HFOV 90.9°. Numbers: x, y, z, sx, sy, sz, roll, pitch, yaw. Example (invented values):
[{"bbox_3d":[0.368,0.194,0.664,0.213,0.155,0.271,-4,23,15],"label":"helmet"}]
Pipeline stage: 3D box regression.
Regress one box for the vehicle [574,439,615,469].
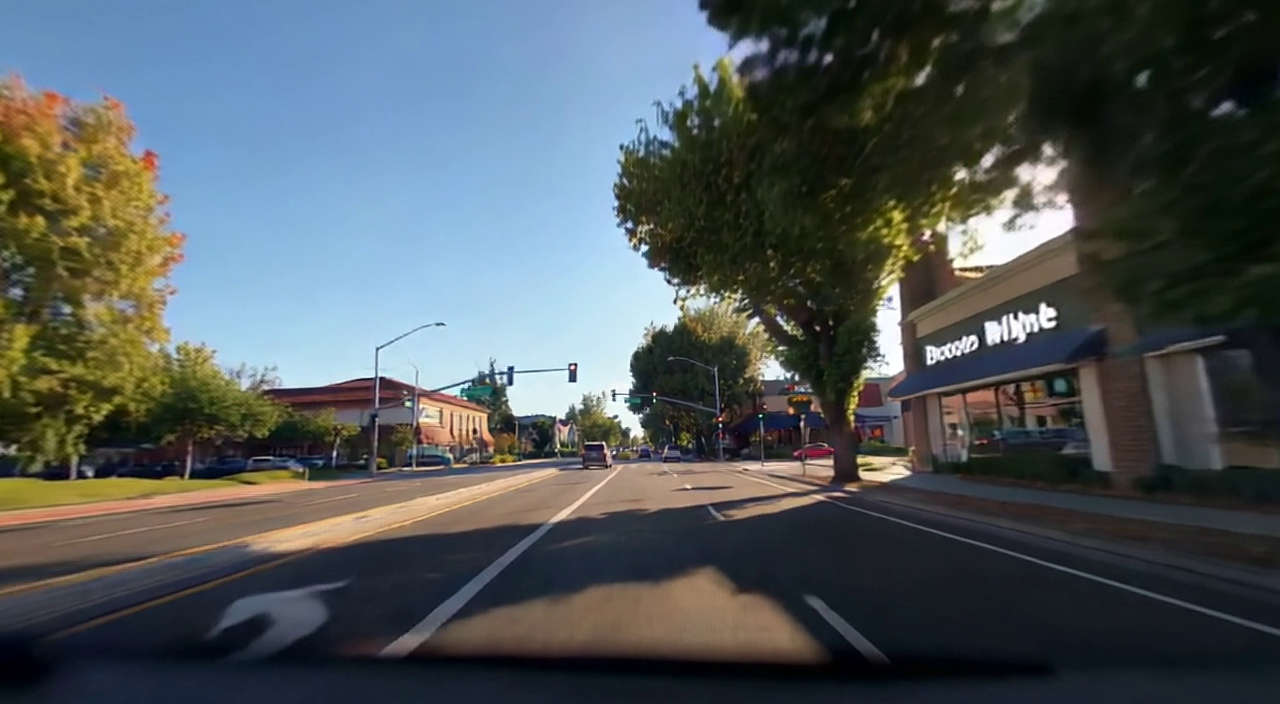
[{"bbox_3d":[-2.844,6.525,40.598,2.250,1.791,4.300,0,-8,1],"label":"vehicle"}]
